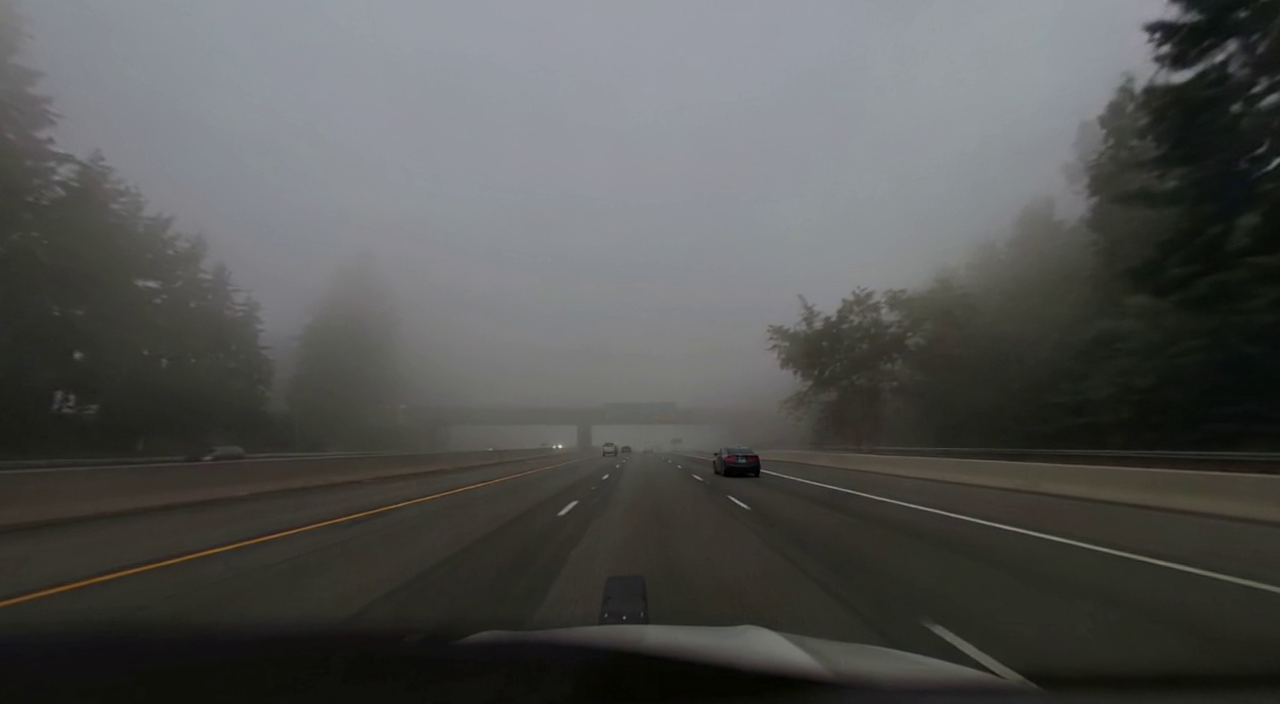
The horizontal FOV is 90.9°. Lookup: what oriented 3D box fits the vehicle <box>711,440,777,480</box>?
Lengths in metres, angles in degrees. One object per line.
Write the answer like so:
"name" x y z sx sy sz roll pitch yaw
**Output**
"vehicle" 4.103 4.349 25.653 1.908 1.483 4.259 0 -8 -1
